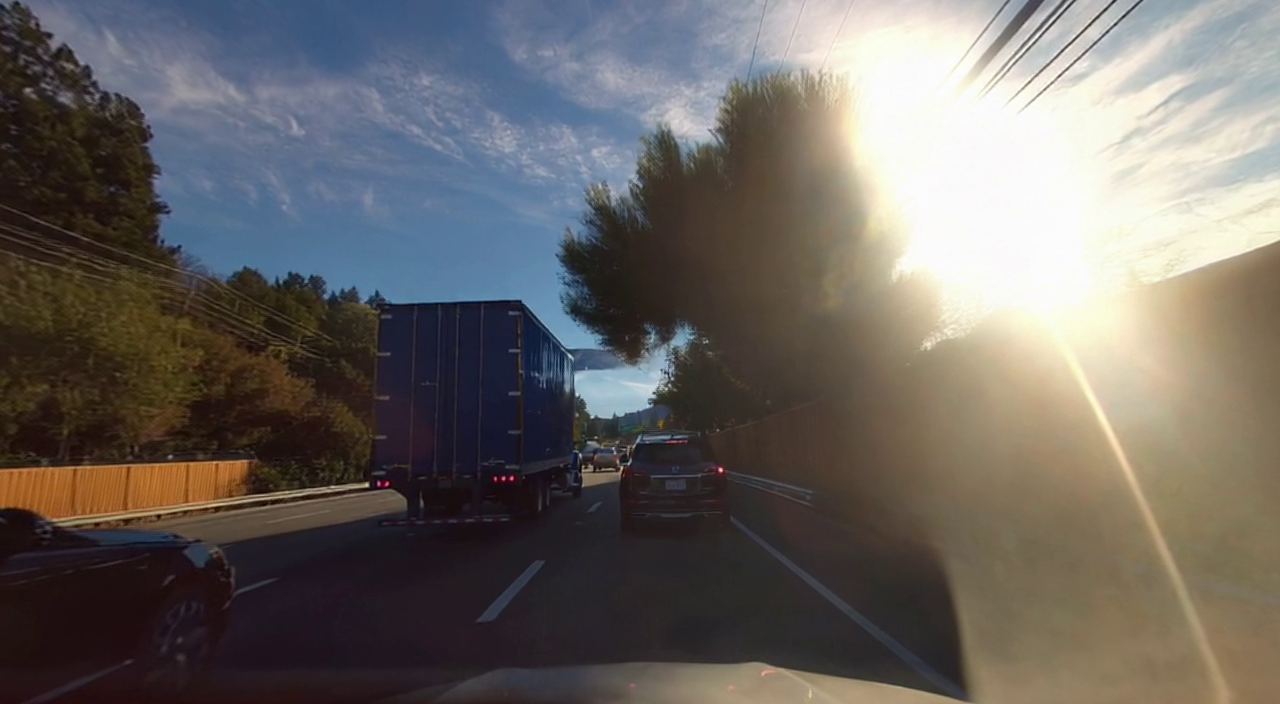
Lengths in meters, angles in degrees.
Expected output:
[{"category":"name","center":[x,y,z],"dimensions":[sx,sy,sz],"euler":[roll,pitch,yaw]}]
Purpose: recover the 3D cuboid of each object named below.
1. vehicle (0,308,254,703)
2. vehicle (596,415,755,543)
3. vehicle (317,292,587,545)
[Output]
[{"category":"vehicle","center":[-3.098,0.626,0.949],"dimensions":[2.093,1.832,4.508],"euler":[0,-9,1]},{"category":"vehicle","center":[0.473,2.057,10.781],"dimensions":[2.174,1.749,4.113],"euler":[0,-9,0]},{"category":"vehicle","center":[-3.045,1.585,13.590],"dimensions":[2.928,3.658,8.980],"euler":[0,-9,1]}]
